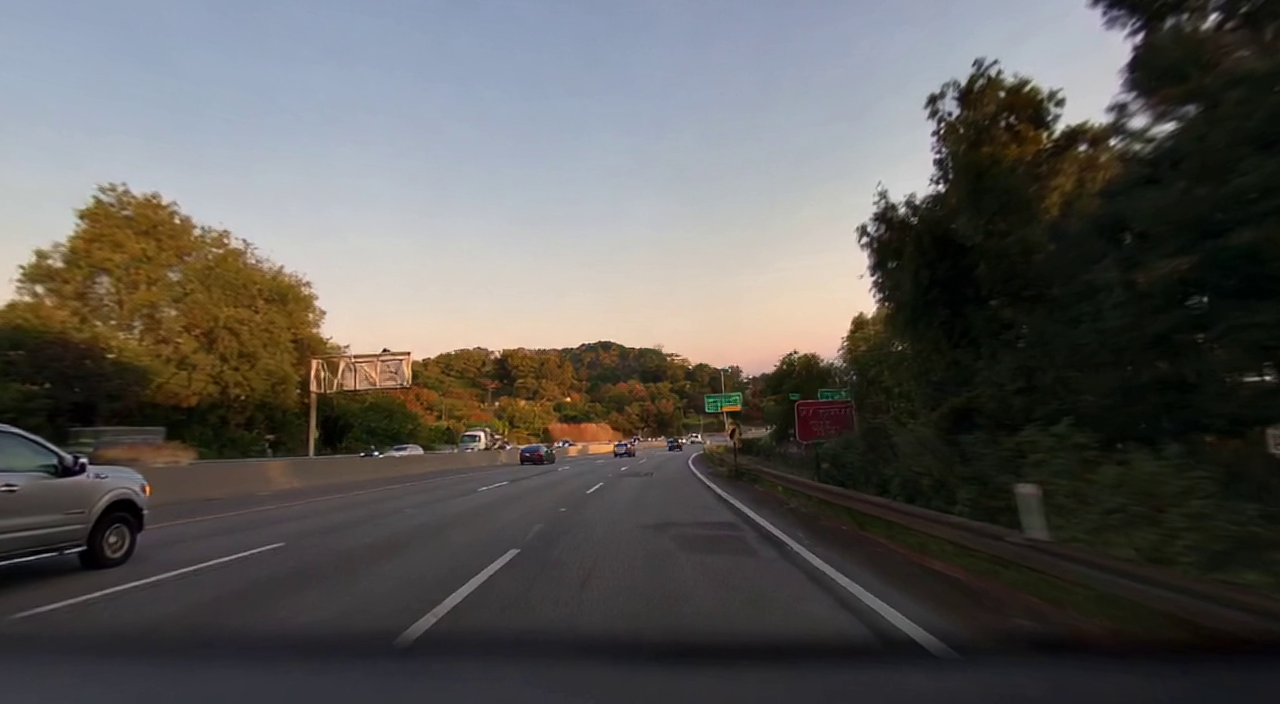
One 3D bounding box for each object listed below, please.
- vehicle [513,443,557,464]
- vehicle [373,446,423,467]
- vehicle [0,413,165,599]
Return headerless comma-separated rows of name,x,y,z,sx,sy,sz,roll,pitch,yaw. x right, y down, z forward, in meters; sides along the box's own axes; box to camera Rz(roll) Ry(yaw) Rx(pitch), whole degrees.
vehicle,-7.826,7.638,47.478,2.038,1.494,4.729,-1,-8,5
vehicle,-18.117,7.819,47.321,1.811,1.438,4.073,-1,-8,5
vehicle,-6.643,1.285,4.993,1.923,1.630,4.857,0,-8,1
